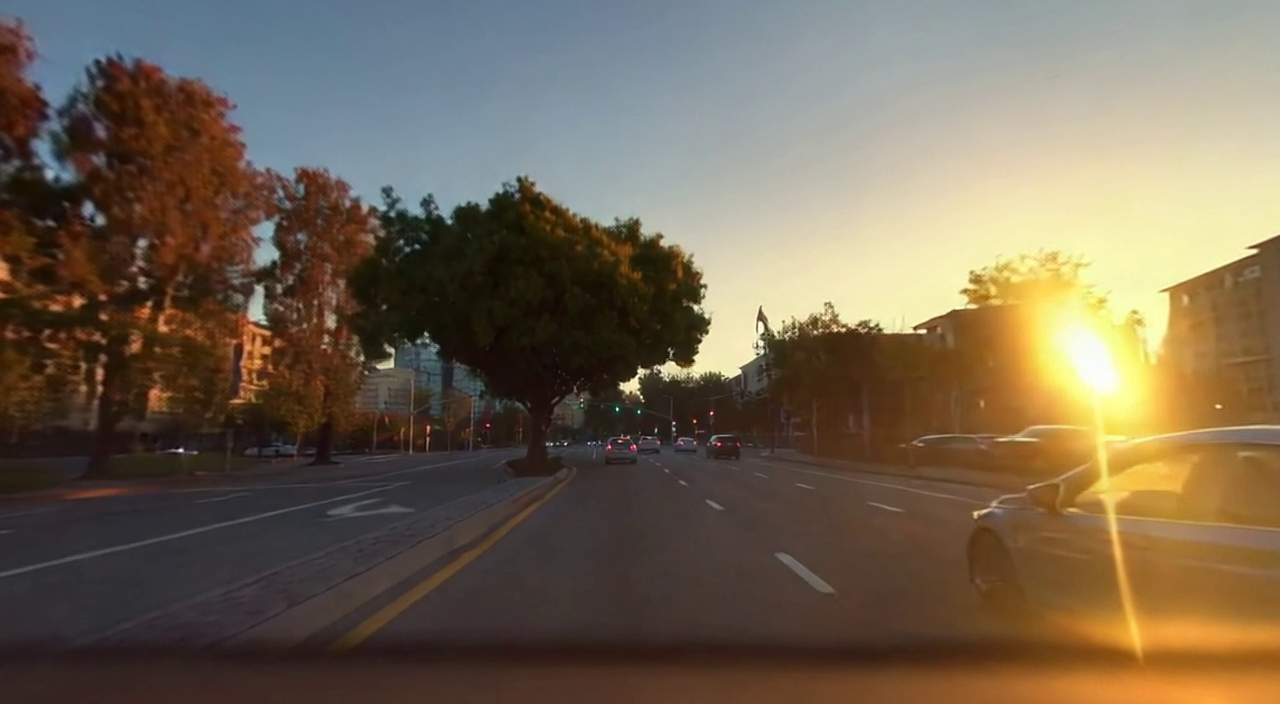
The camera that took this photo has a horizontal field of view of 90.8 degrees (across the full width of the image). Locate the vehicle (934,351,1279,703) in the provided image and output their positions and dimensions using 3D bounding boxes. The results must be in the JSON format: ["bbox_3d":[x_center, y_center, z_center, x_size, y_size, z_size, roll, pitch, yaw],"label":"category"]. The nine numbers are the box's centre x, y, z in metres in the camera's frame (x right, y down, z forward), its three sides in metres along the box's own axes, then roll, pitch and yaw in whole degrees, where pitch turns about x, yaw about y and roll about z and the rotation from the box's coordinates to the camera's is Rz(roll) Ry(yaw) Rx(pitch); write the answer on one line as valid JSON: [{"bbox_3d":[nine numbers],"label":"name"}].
[{"bbox_3d":[3.461,0.887,2.901,1.893,1.664,4.670,0,-8,-1],"label":"vehicle"}]

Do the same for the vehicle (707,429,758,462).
[{"bbox_3d":[5.702,5.836,39.605,2.052,1.886,5.297,0,-8,-4],"label":"vehicle"}]

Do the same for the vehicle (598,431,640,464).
[{"bbox_3d":[-1.181,5.063,33.780,2.101,1.641,4.341,0,-8,-4],"label":"vehicle"}]
